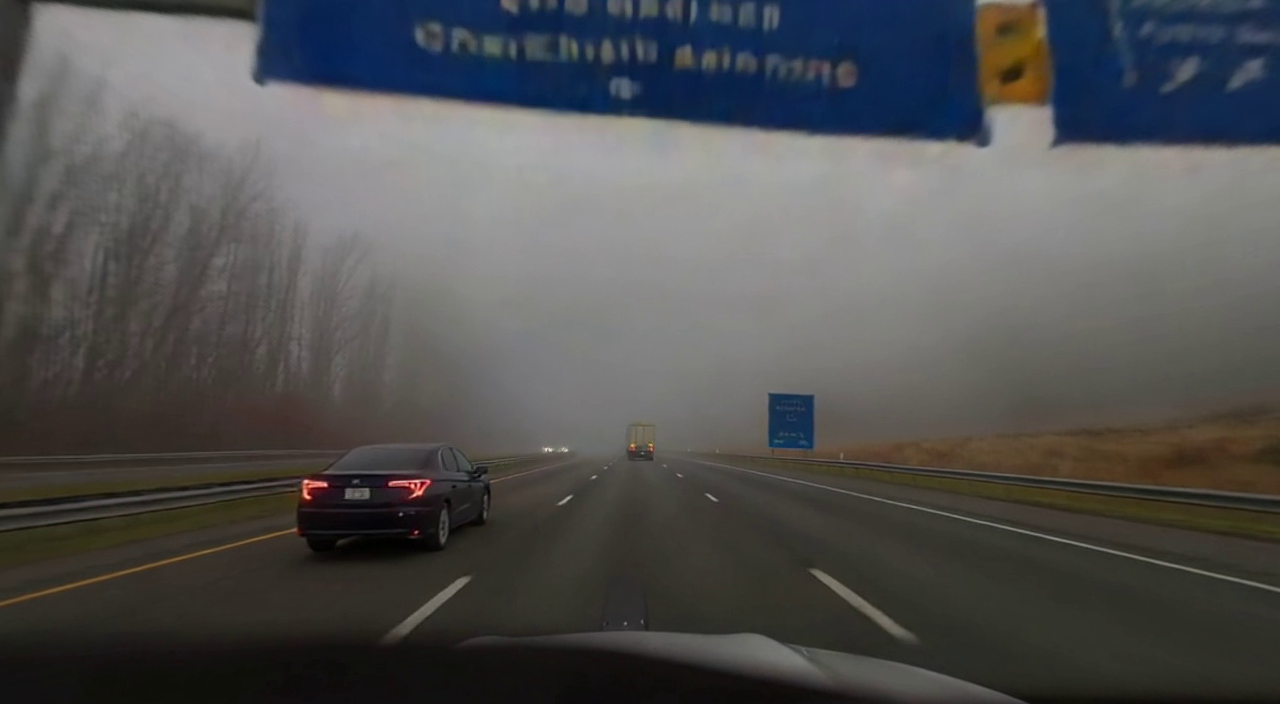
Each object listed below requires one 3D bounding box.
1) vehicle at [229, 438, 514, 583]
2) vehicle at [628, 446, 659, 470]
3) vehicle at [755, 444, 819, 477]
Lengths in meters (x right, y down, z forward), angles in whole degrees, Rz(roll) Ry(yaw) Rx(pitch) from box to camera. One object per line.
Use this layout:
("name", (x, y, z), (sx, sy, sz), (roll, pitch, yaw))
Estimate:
("vehicle", (-3.285, 2.004, 8.886), (2.012, 1.500, 4.452), (0, -9, 1))
("vehicle", (0.195, 6.745, 40.166), (1.859, 1.478, 3.799), (0, -9, 0))
("vehicle", (7.736, 5.743, 33.632), (2.081, 1.576, 5.604), (0, -9, 0))
